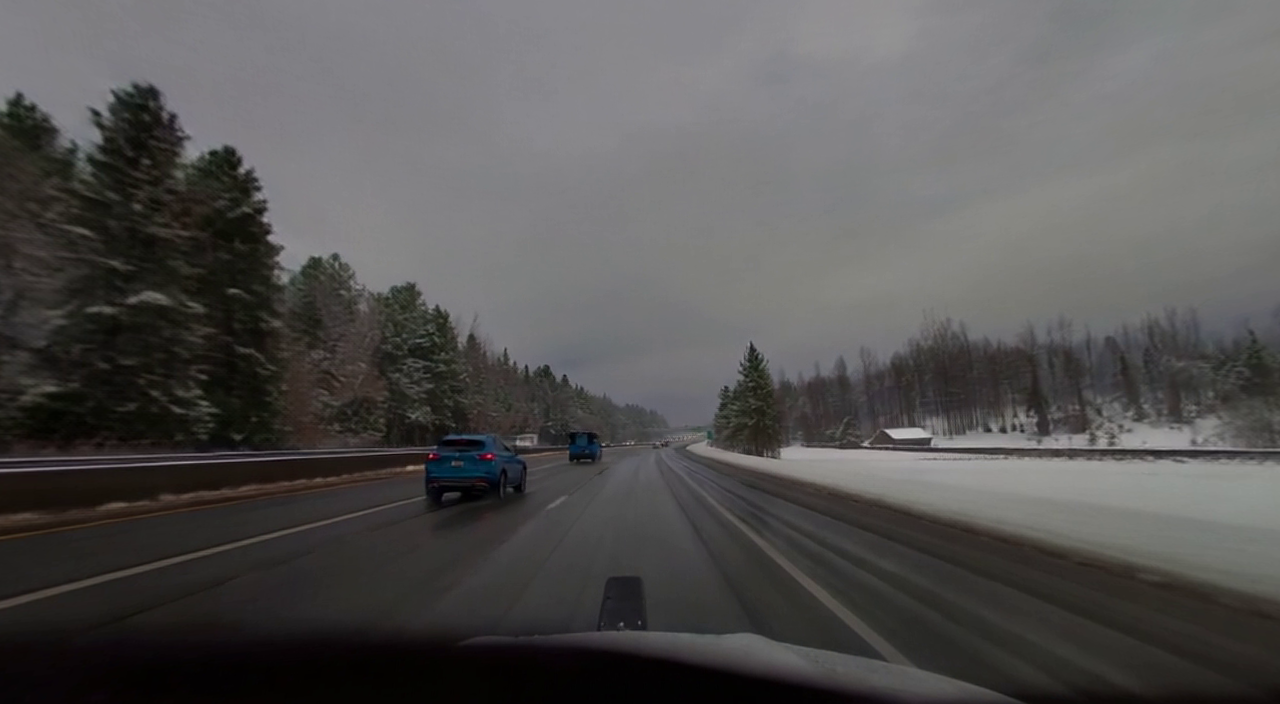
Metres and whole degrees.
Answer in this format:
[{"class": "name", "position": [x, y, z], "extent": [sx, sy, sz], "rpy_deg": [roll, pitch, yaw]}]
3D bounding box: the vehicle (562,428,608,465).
[{"class": "vehicle", "position": [-3.301, 5.823, 38.593], "extent": [2.241, 2.095, 4.985], "rpy_deg": [0, -8, 2]}]

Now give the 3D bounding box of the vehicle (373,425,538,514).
[{"class": "vehicle", "position": [-3.705, 2.462, 13.677], "extent": [2.053, 1.589, 4.671], "rpy_deg": [0, -8, 1]}]
